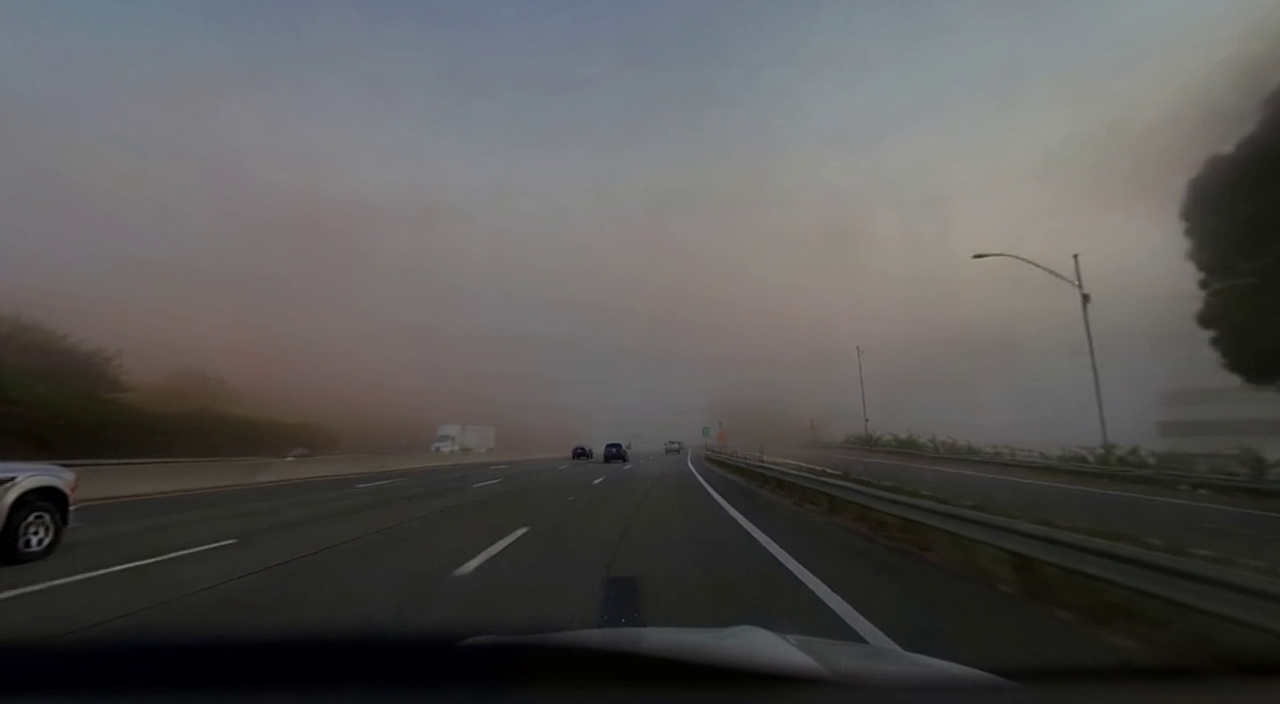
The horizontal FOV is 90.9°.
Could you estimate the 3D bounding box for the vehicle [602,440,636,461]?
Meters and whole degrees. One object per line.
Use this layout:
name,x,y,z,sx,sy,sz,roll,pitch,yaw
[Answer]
vehicle,-1.504,7.295,46.844,2.112,1.489,4.266,-1,-8,4

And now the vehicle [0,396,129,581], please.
vehicle,-6.661,1.060,4.514,1.923,1.630,4.857,0,-8,0

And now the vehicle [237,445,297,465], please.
vehicle,-28.548,7.873,48.418,1.781,1.462,4.366,-1,-8,3
